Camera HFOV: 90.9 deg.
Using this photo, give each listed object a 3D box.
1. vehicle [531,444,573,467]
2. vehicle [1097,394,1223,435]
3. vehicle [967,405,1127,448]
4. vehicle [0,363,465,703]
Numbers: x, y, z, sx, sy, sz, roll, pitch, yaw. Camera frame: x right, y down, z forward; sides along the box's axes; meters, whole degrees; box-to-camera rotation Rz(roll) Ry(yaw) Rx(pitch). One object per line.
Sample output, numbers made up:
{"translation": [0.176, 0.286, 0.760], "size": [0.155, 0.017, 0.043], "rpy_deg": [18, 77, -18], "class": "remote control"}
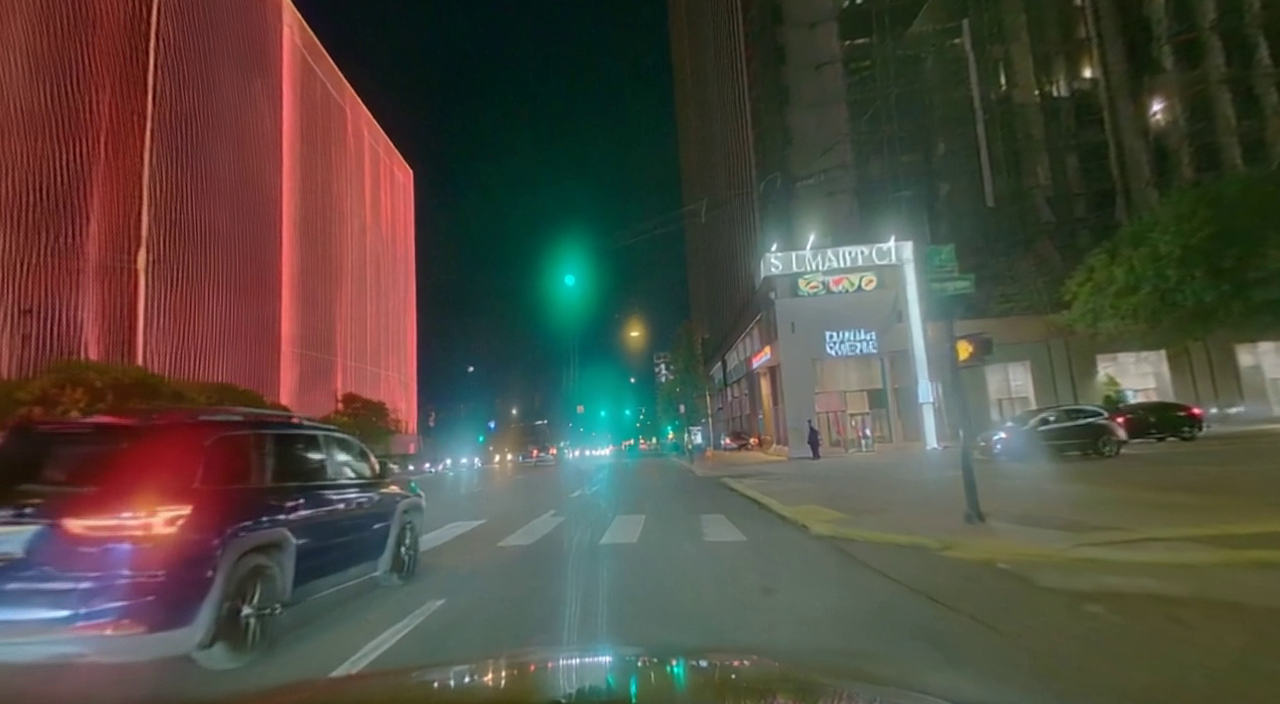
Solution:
{"translation": [-5.945, 7.025, 43.107], "size": [2.030, 1.488, 4.650], "rpy_deg": [-1, -8, 2], "class": "vehicle"}
{"translation": [24.784, 3.079, 30.324], "size": [1.903, 1.700, 4.934], "rpy_deg": [-1, -8, 1], "class": "vehicle"}
{"translation": [15.135, 2.825, 23.656], "size": [4.573, 1.532, 1.983], "rpy_deg": [0, -8, 0], "class": "vehicle"}
{"translation": [-3.427, 1.283, 5.601], "size": [2.277, 1.743, 4.893], "rpy_deg": [0, -8, 1], "class": "vehicle"}
